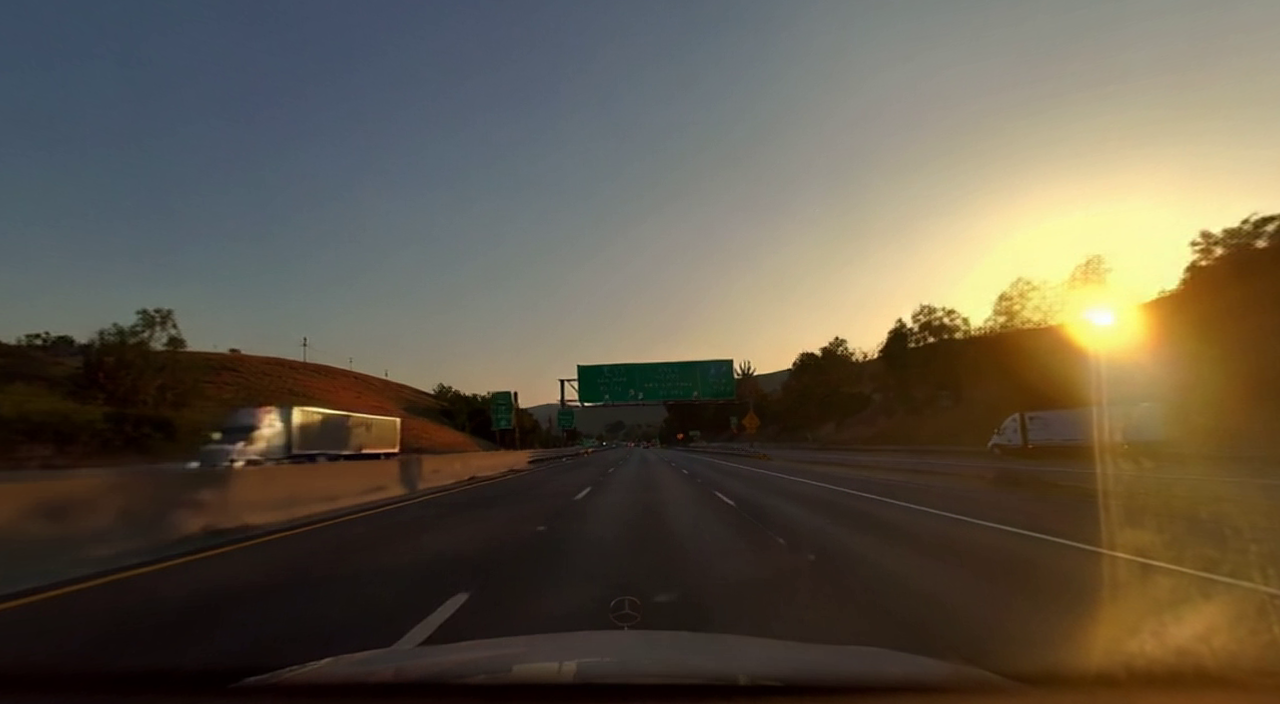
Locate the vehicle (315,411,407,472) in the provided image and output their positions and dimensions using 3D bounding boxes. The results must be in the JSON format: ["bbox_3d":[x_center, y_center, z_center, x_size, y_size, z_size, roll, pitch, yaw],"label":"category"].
[{"bbox_3d":[-20.211,6.608,46.261,2.889,4.041,8.073,0,-8,0],"label":"vehicle"}]

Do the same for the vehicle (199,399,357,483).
[{"bbox_3d":[-20.261,5.141,36.337,2.981,4.105,10.065,0,-8,0],"label":"vehicle"}]
